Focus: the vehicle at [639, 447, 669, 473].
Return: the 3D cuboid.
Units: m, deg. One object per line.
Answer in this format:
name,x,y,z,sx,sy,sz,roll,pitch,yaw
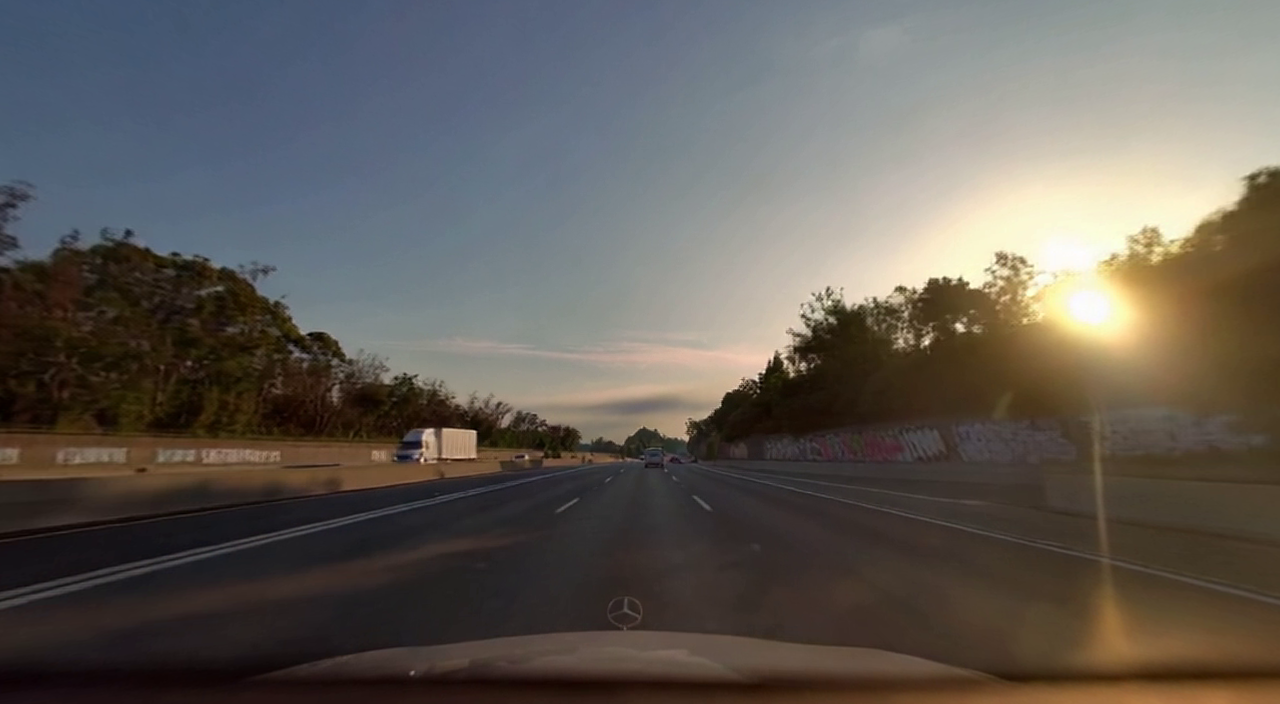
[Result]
vehicle,1.068,8.507,49.564,2.279,1.934,4.268,0,-9,0
